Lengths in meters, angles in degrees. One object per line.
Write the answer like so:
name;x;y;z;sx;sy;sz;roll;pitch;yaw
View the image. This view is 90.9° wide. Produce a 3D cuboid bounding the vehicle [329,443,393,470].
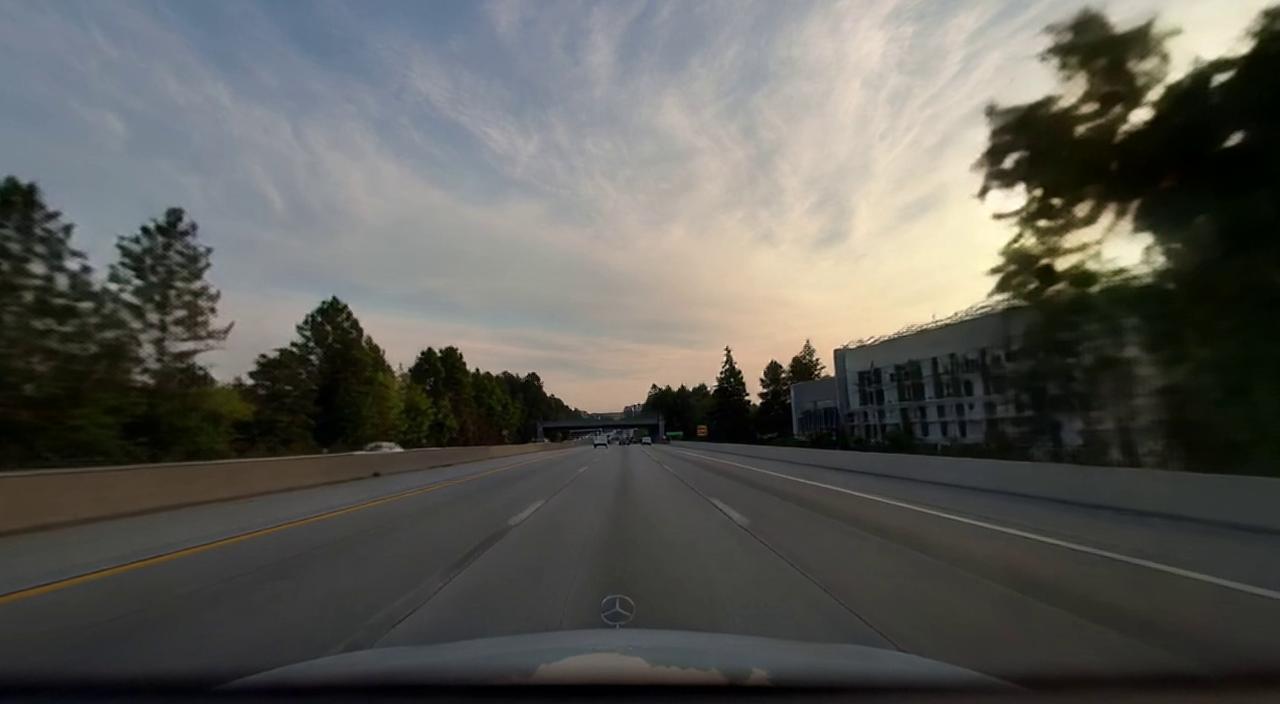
vehicle;-17.436;6.539;39.652;1.913;1.494;4.609;0;-8;0
